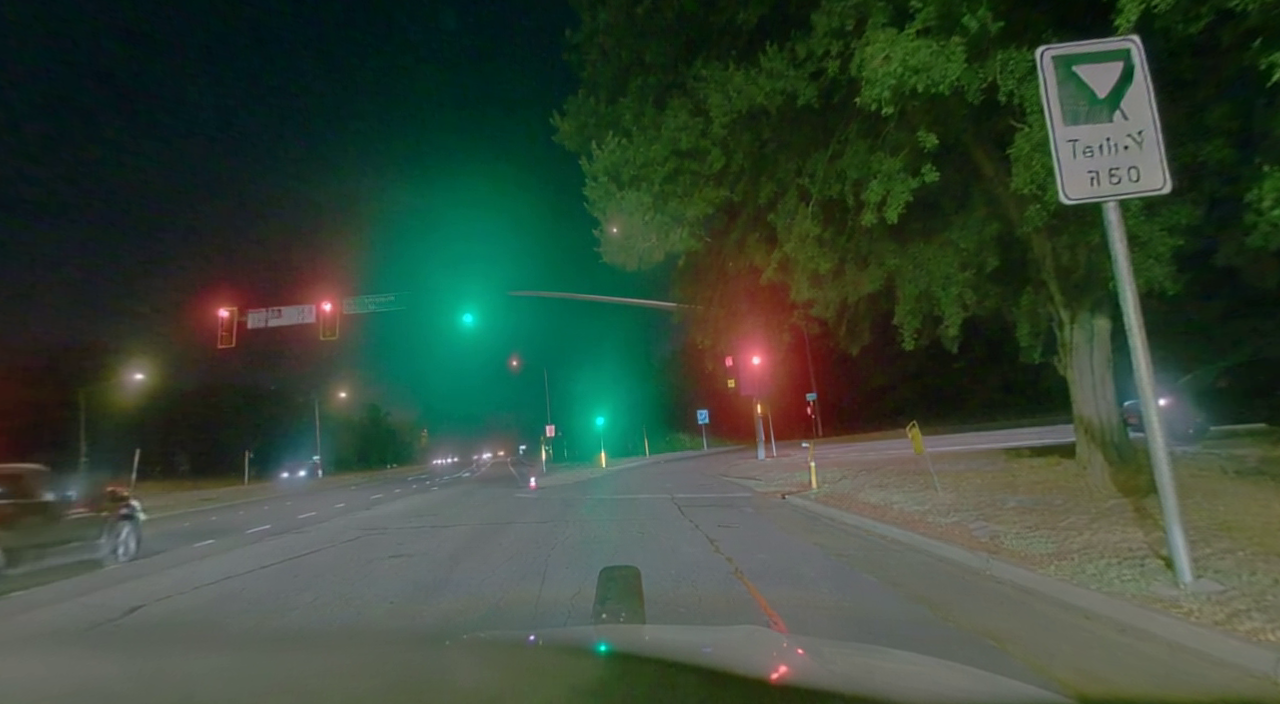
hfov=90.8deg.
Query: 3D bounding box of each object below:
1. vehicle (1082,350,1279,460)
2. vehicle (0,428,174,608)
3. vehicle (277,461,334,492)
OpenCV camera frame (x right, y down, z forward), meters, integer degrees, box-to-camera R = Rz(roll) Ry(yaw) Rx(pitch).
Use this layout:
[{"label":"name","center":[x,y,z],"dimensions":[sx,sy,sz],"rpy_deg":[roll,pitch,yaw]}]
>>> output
[{"label":"vehicle","center":[10.638,1.106,11.800],"dimensions":[1.855,1.669,4.529],"rpy_deg":[-2,-9,6]},{"label":"vehicle","center":[-7.389,1.776,6.716],"dimensions":[2.062,1.740,4.198],"rpy_deg":[-3,-8,-7]},{"label":"vehicle","center":[-20.506,7.595,38.888],"dimensions":[1.986,1.492,4.332],"rpy_deg":[-3,-8,-13]}]
